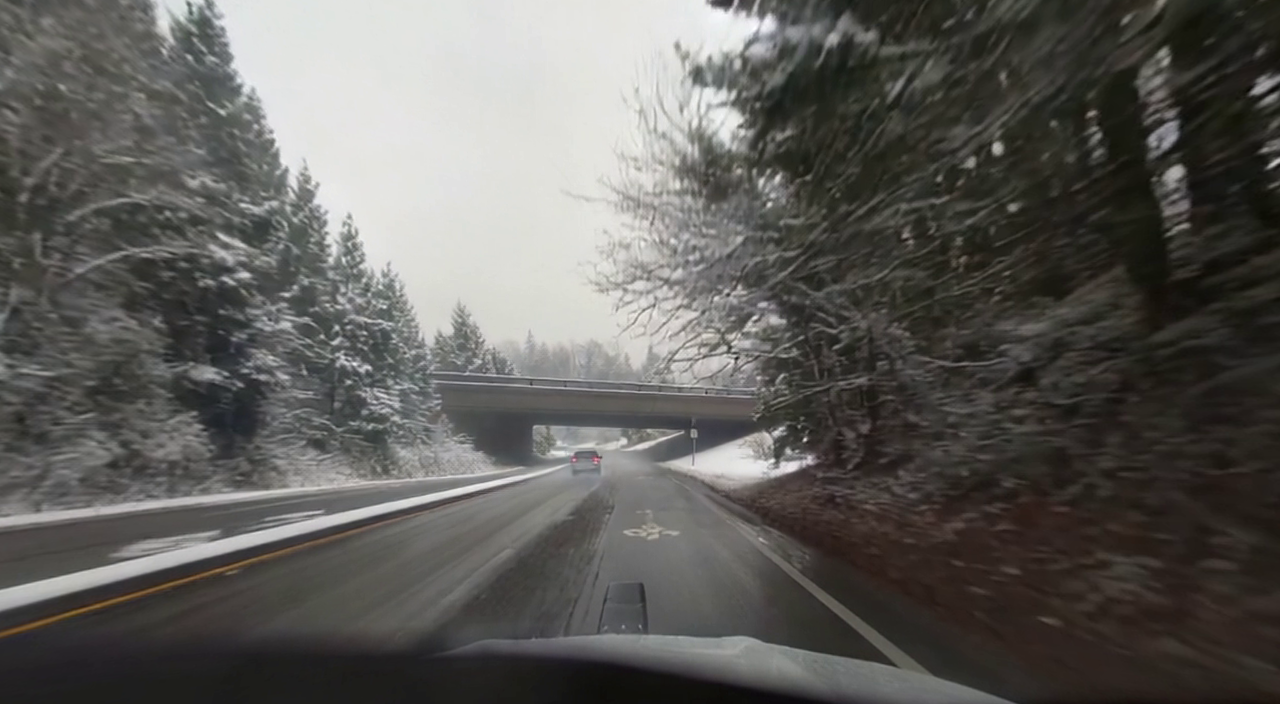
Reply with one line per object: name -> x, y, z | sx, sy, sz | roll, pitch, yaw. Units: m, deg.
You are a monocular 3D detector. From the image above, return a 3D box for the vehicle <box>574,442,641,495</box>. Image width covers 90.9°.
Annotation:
vehicle -> -1.092, 3.844, 21.062 | 2.037, 1.601, 3.643 | 0, -9, -3
